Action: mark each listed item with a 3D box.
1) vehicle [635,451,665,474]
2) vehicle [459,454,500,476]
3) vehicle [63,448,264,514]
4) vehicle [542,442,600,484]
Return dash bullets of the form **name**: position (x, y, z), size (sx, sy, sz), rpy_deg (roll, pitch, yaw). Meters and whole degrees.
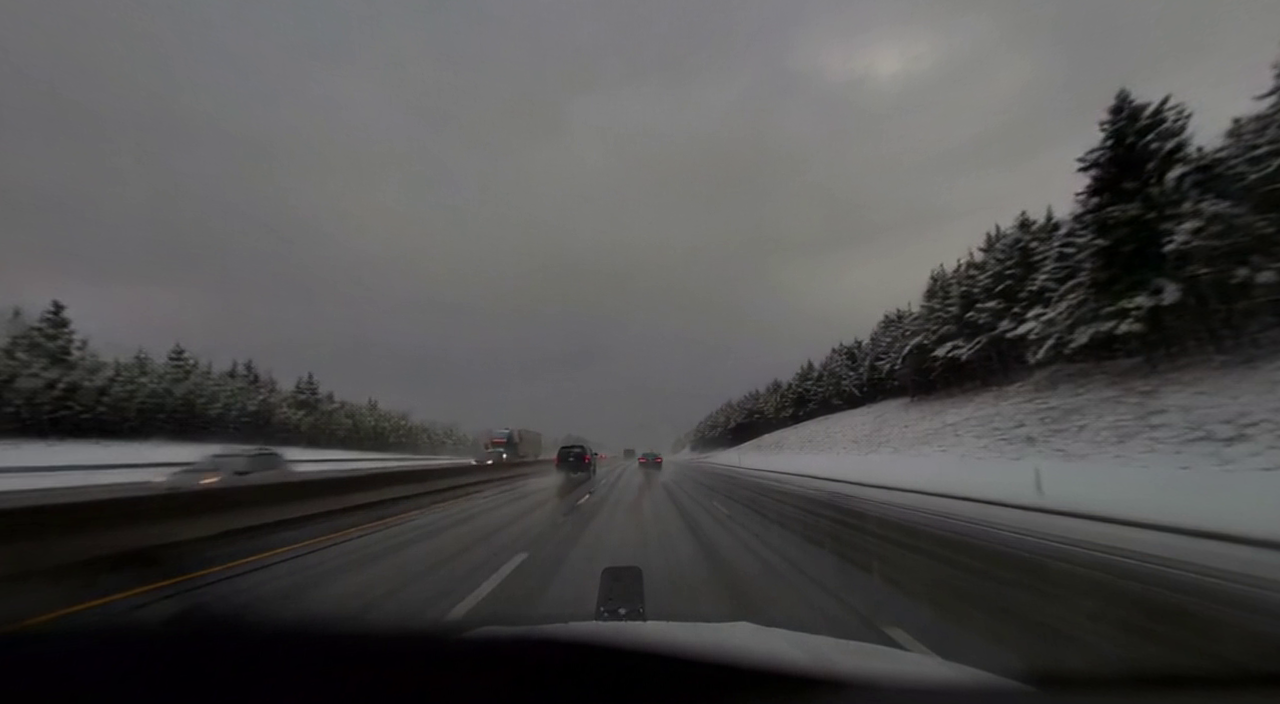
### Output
- **vehicle**: position (0.656, 7.828, 44.979), size (2.036, 1.519, 4.225), rpy_deg (0, -9, 0)
- **vehicle**: position (-11.385, 8.029, 44.854), size (1.817, 1.439, 4.056), rpy_deg (0, -9, 1)
- **vehicle**: position (-13.157, 3.546, 17.880), size (2.034, 1.599, 4.549), rpy_deg (0, -9, 2)
- **vehicle**: position (-3.061, 5.073, 29.017), size (2.143, 1.770, 4.283), rpy_deg (0, -9, 1)
